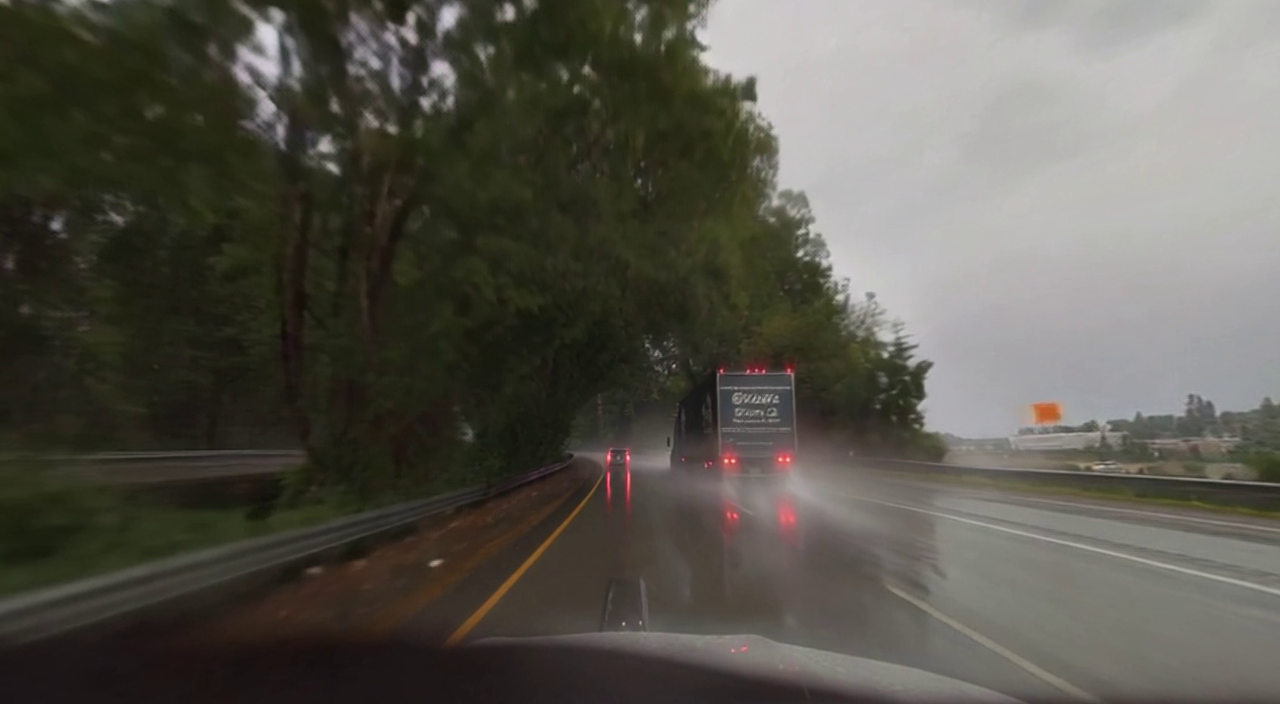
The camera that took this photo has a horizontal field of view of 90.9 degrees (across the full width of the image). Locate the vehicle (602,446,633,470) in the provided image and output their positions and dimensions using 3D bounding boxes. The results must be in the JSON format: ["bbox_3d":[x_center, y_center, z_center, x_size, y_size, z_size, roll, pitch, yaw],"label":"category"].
[{"bbox_3d":[-1.394,6.732,40.156,1.913,1.460,3.610,0,-9,-1],"label":"vehicle"}]

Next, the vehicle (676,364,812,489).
[{"bbox_3d":[3.731,3.462,27.307,2.951,4.012,14.203,0,-9,-2],"label":"vehicle"}]
